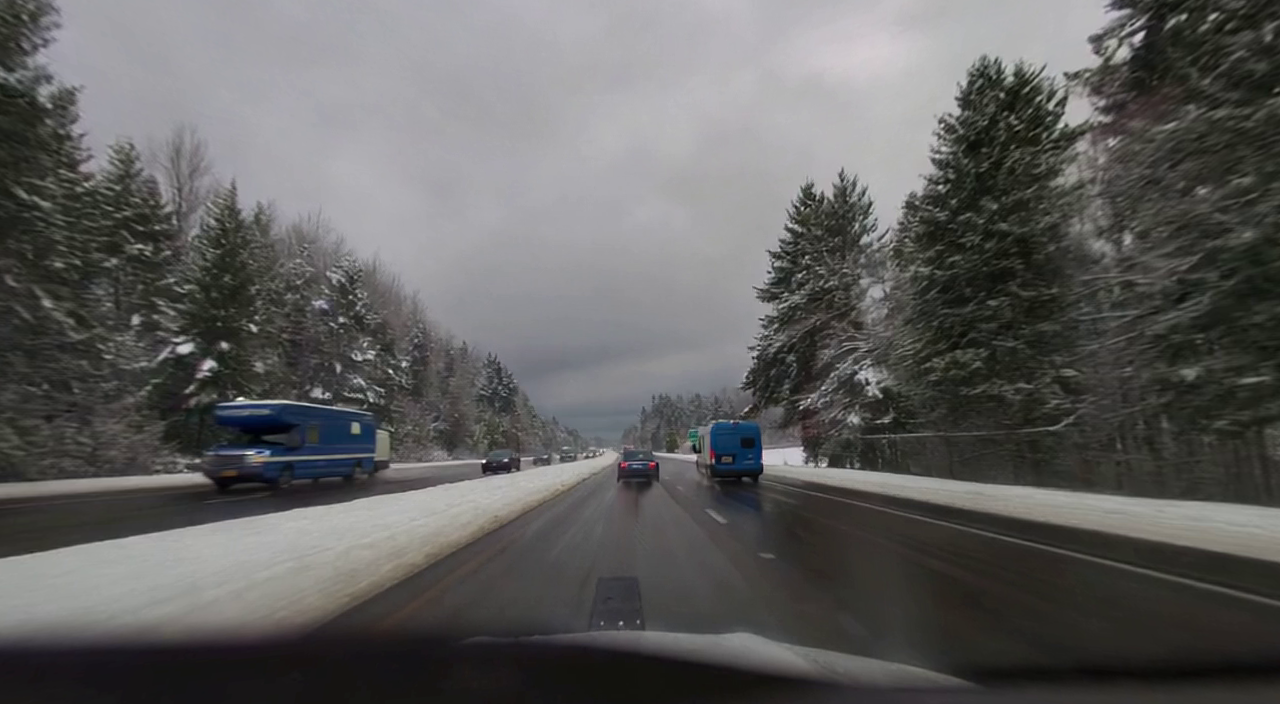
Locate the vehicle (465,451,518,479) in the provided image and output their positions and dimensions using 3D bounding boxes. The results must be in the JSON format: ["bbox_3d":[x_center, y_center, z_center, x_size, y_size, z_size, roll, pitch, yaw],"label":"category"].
[{"bbox_3d":[-7.443,5.683,31.947,1.719,1.342,3.683,-1,-9,1],"label":"vehicle"}]

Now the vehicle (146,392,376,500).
[{"bbox_3d":[-11.711,3.098,20.667,2.810,2.856,7.582,0,-9,0],"label":"vehicle"}]

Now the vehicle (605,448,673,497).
[{"bbox_3d":[-0.033,3.938,20.956,2.037,1.417,3.885,0,-9,0],"label":"vehicle"}]

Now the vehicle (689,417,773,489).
[{"bbox_3d":[3.637,4.237,26.588,2.513,2.633,5.930,0,-9,-1],"label":"vehicle"}]
